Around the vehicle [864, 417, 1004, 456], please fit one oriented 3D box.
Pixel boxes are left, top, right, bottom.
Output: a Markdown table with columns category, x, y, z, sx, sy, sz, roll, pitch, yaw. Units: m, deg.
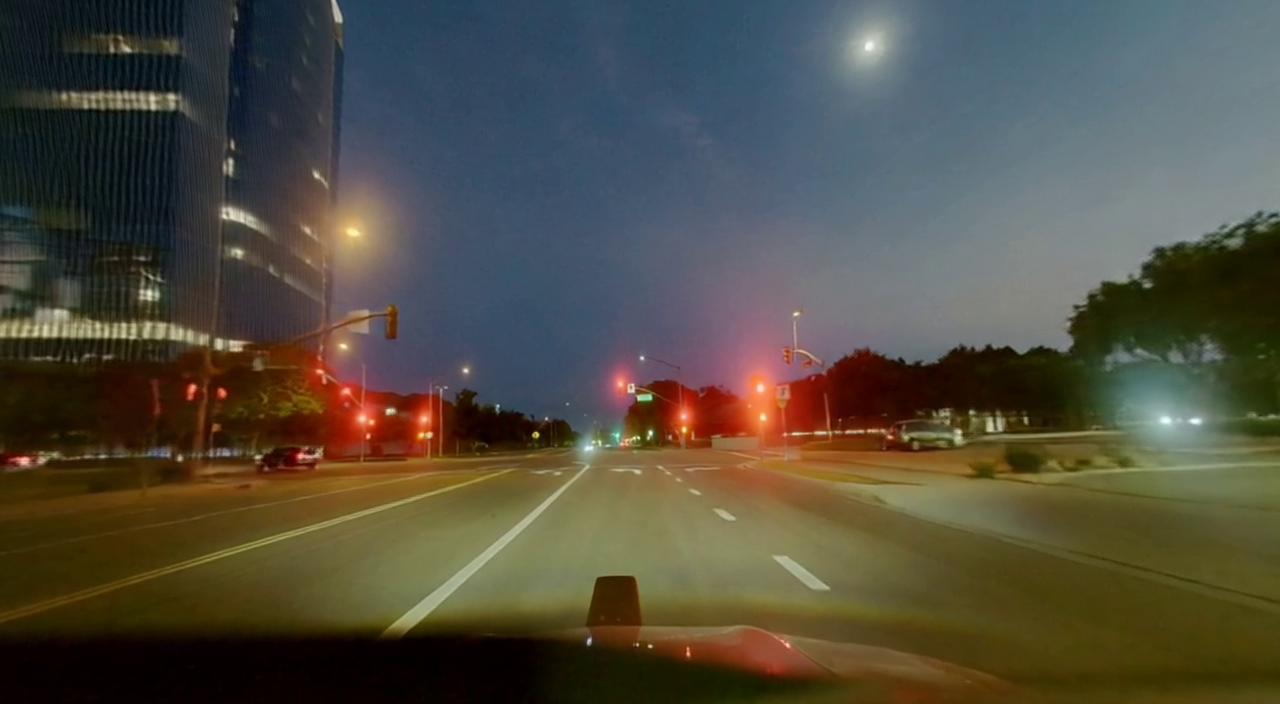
| category | x | y | z | sx | sy | sz | roll | pitch | yaw |
| --- | --- | --- | --- | --- | --- | --- | --- | --- | --- |
| vehicle | 11.840 | 3.428 | 25.731 | 4.670 | 1.476 | 2.042 | 0 | -8 | 0 |
